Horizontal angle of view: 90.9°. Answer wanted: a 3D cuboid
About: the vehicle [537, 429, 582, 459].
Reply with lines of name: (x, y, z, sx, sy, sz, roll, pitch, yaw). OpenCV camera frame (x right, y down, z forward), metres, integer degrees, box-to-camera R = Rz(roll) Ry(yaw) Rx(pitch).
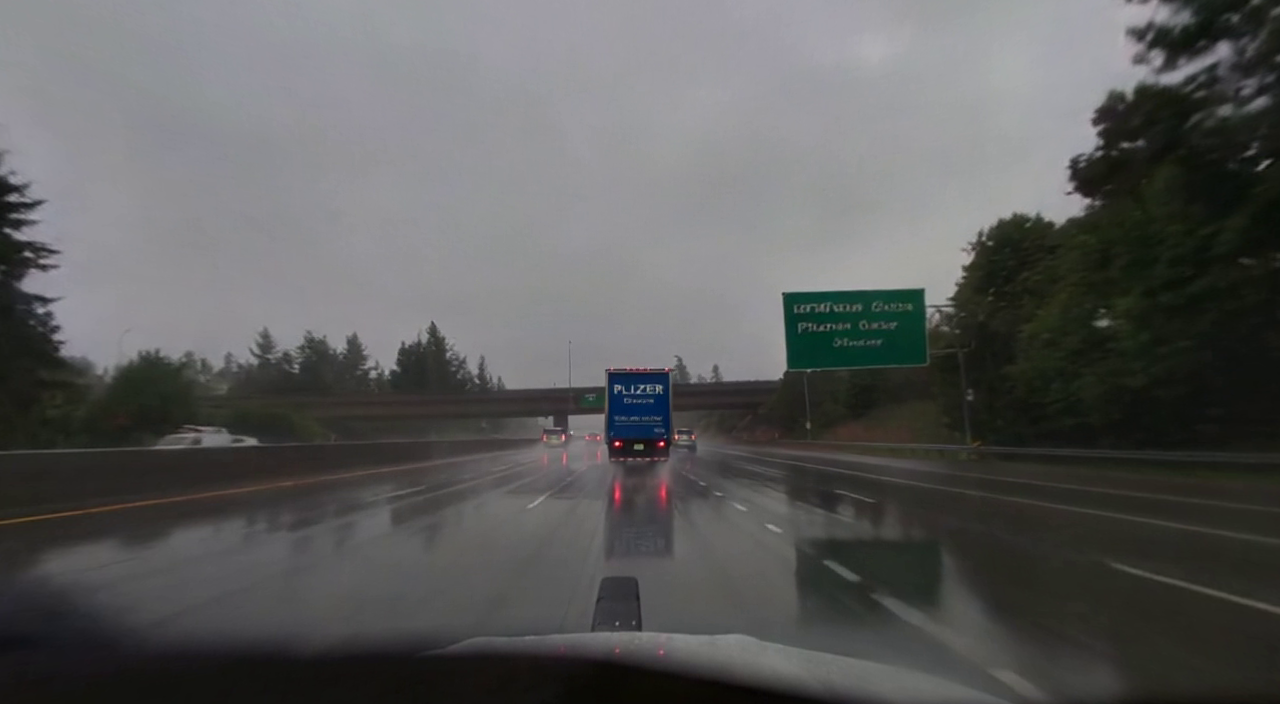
vehicle: (-4.859, 5.604, 38.553, 2.198, 1.712, 4.655, 0, -8, -1)

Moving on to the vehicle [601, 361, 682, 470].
vehicle: (-0.130, 3.090, 28.788, 2.926, 3.959, 11.818, 0, -8, -2)
